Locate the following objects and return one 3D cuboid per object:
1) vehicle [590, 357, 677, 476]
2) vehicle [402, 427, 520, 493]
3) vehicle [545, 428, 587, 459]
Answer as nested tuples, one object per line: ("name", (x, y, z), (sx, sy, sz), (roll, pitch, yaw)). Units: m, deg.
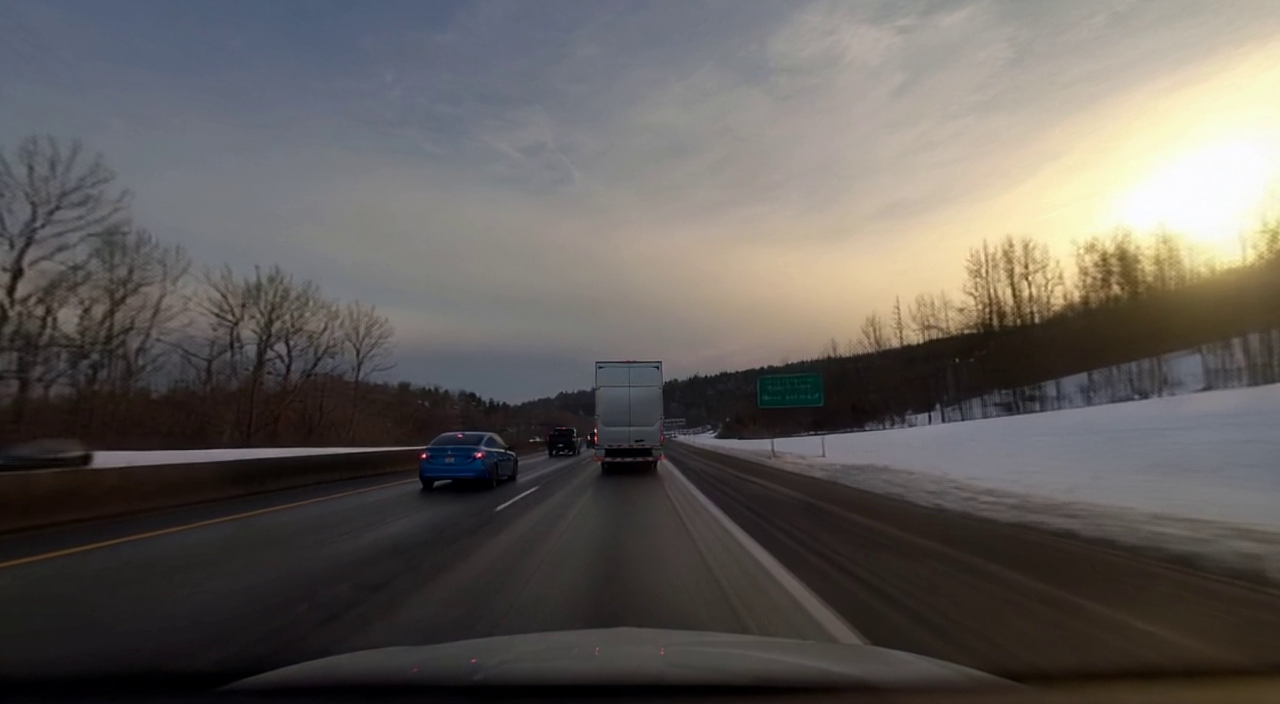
("vehicle", (-0.333, 2.842, 26.512), (2.953, 4.041, 10.072), (0, -8, -1))
("vehicle", (-4.662, 2.861, 17.154), (1.931, 1.539, 4.441), (0, -8, 0))
("vehicle", (-4.593, 5.764, 39.783), (2.019, 1.834, 4.644), (0, -8, 0))
